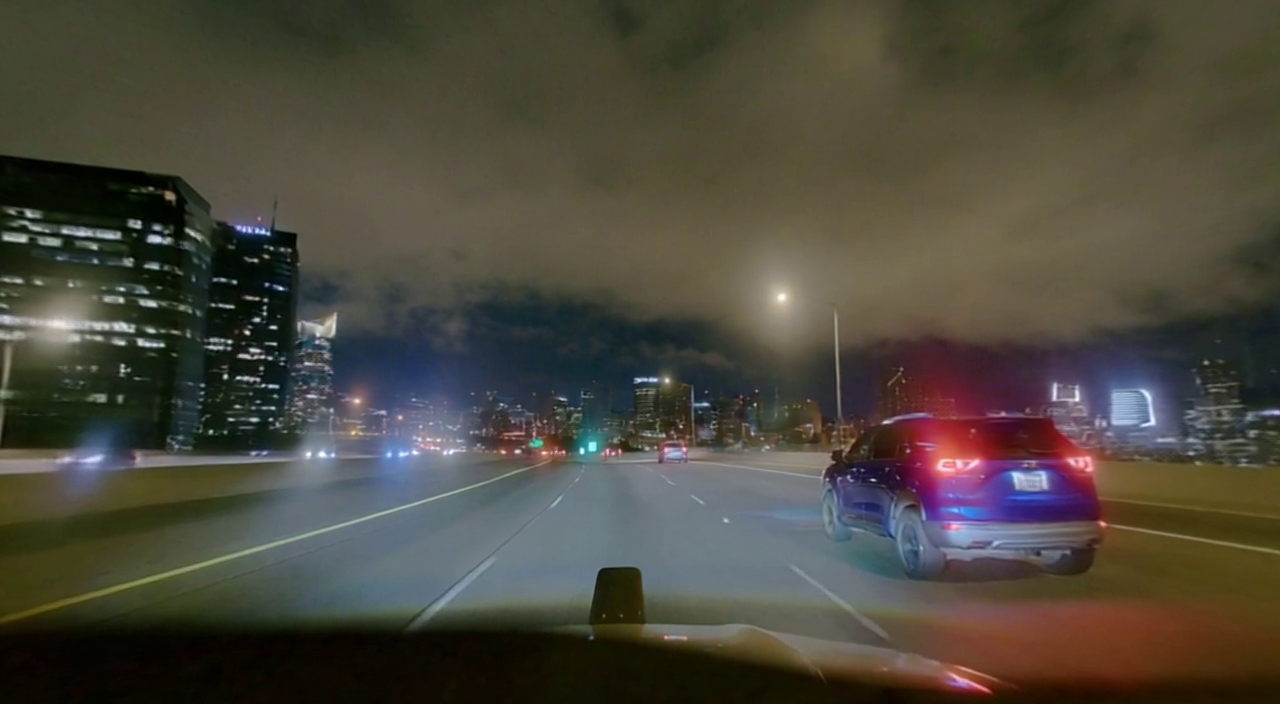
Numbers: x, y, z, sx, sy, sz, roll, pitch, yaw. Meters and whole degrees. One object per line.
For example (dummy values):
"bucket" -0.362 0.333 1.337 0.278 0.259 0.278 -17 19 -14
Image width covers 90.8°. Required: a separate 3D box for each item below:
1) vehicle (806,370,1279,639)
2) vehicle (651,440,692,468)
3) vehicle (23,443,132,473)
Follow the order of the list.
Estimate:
"vehicle" 3.473 1.353 6.587 2.182 1.826 4.392 0 -8 -1
"vehicle" 2.066 6.863 42.646 2.110 1.780 4.682 1 -8 -5
"vehicle" -39.407 7.435 44.551 2.252 1.919 5.983 0 -8 -1
